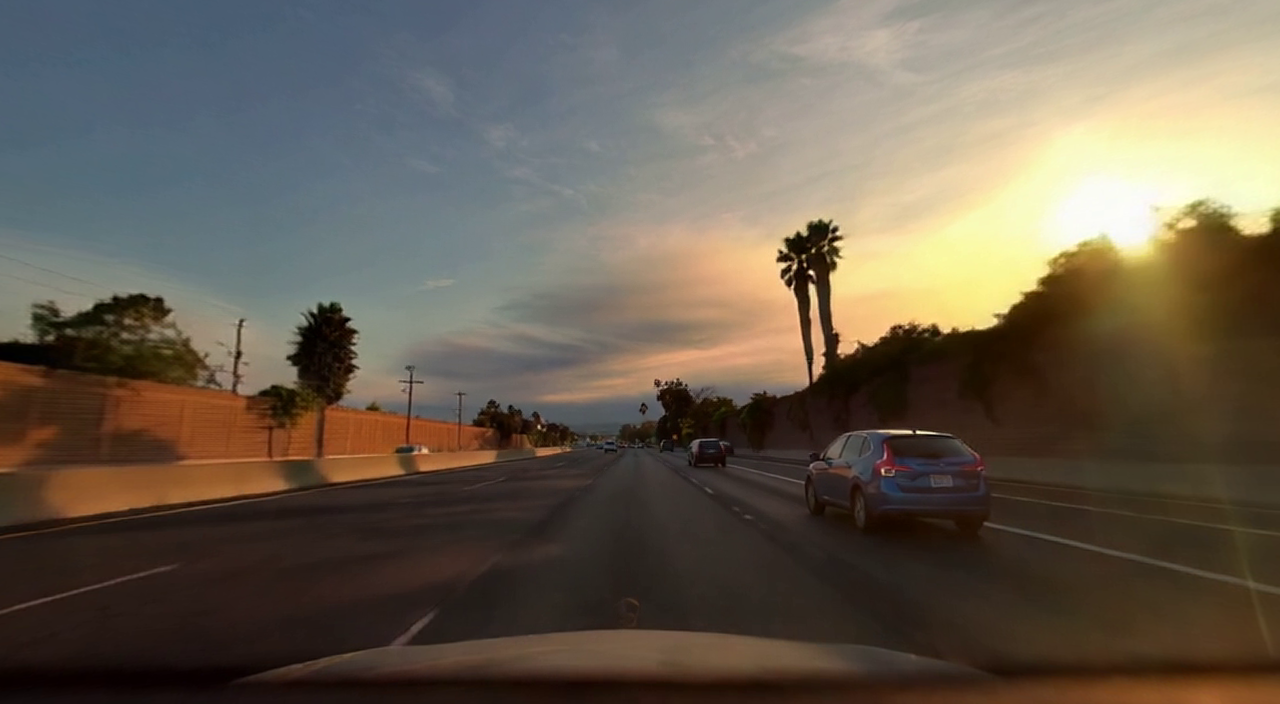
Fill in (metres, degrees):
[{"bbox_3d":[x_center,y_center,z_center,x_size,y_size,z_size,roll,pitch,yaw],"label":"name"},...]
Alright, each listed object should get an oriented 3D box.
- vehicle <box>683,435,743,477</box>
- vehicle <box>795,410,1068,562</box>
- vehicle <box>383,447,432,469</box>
[{"bbox_3d":[3.123,4.604,28.149,2.045,1.688,4.313,0,-9,-2],"label":"vehicle"},{"bbox_3d":[3.812,1.817,9.289,1.910,1.696,4.187,0,-9,-1],"label":"vehicle"},{"bbox_3d":[-15.694,7.152,42.930,1.728,1.444,4.342,0,-9,0],"label":"vehicle"}]
